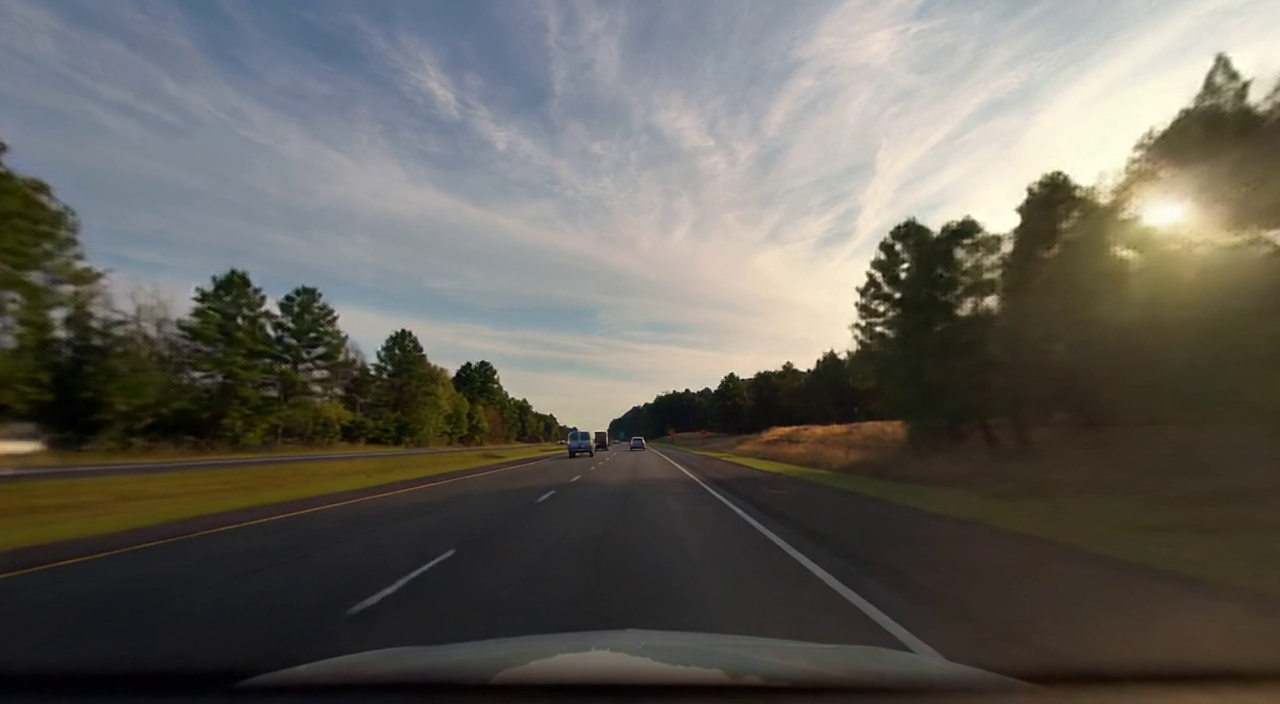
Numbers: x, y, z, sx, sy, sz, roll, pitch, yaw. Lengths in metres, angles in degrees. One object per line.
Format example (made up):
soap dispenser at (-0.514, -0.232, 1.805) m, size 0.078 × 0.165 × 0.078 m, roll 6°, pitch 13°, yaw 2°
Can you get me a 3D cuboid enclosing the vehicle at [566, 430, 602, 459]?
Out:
vehicle at (-4.034, 6.788, 46.210) m, size 2.241 × 2.034 × 4.890 m, roll 0°, pitch -8°, yaw 0°
